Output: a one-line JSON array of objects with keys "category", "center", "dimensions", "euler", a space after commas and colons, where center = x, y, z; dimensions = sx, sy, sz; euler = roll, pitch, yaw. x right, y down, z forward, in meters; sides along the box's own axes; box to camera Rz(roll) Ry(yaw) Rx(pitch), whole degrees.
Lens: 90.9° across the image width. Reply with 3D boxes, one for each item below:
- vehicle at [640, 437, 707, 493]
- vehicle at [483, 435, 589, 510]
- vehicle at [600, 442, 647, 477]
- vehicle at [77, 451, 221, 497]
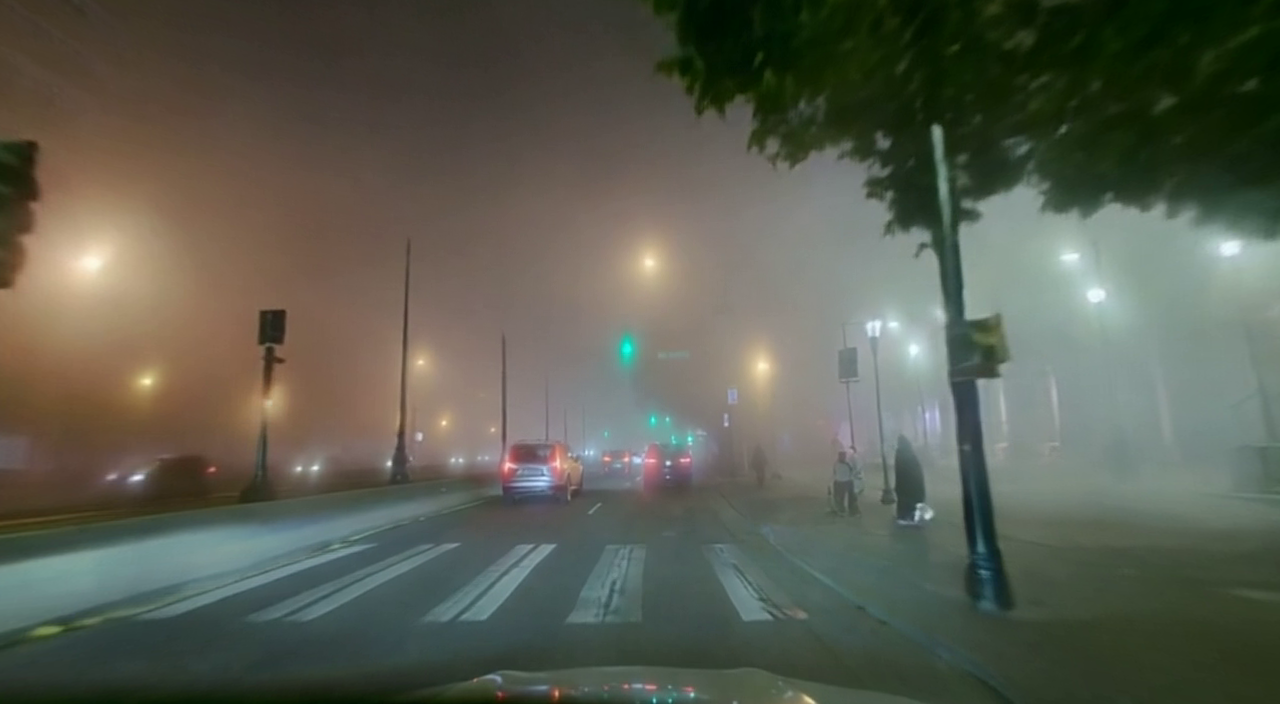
[{"category": "vehicle", "center": [1.128, 3.849, 21.912], "dimensions": [2.120, 1.758, 3.917], "euler": [0, -8, 2]}, {"category": "vehicle", "center": [-2.598, 3.103, 16.754], "dimensions": [1.940, 1.722, 3.823], "euler": [-1, -8, 4]}, {"category": "vehicle", "center": [-0.857, 6.043, 35.890], "dimensions": [2.220, 1.847, 4.587], "euler": [-1, -8, 4]}, {"category": "vehicle", "center": [-24.648, 6.074, 32.082], "dimensions": [2.144, 1.993, 6.287], "euler": [0, -8, 1]}]
